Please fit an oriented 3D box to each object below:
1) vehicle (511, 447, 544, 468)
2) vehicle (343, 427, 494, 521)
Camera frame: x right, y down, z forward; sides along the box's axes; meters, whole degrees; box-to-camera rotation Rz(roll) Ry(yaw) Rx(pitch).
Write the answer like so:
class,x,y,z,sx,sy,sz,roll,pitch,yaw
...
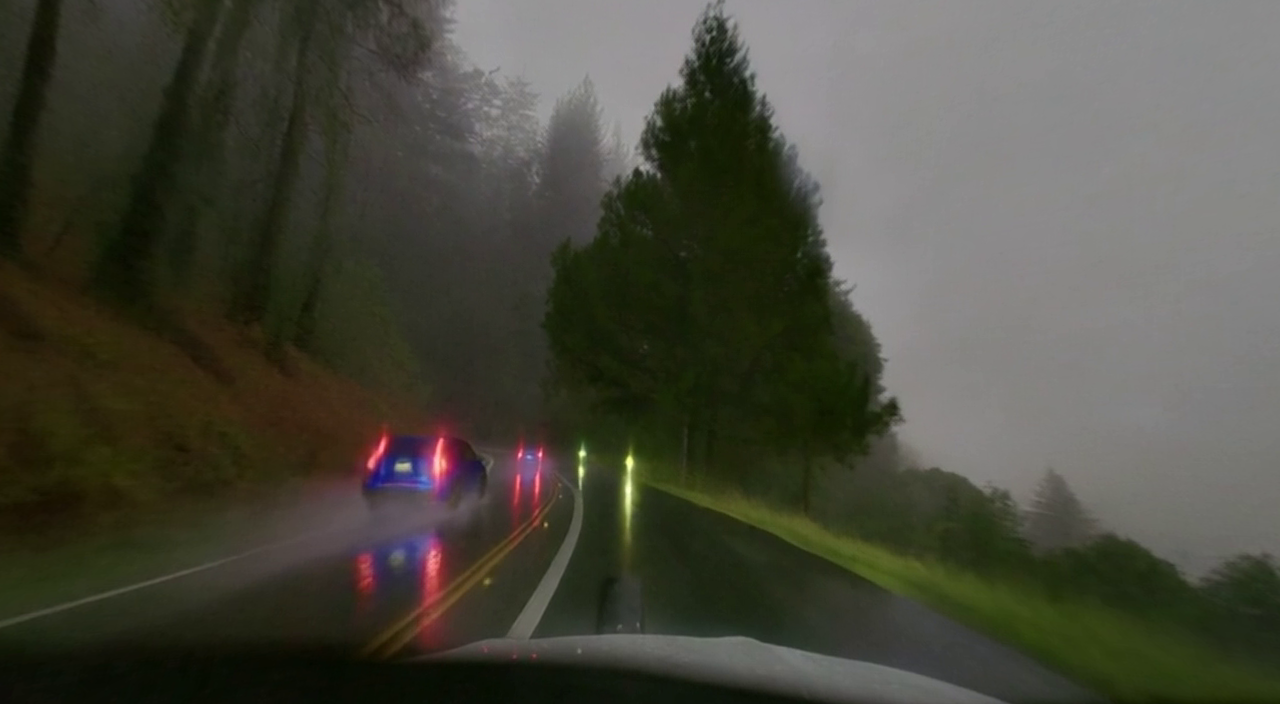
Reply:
class,x,y,z,sx,sy,sz,roll,pitch,yaw
vehicle,-8.339,7.866,47.205,2.042,1.483,4.288,0,-8,-5
vehicle,-5.015,2.806,15.184,2.104,1.851,4.992,0,-8,-4
